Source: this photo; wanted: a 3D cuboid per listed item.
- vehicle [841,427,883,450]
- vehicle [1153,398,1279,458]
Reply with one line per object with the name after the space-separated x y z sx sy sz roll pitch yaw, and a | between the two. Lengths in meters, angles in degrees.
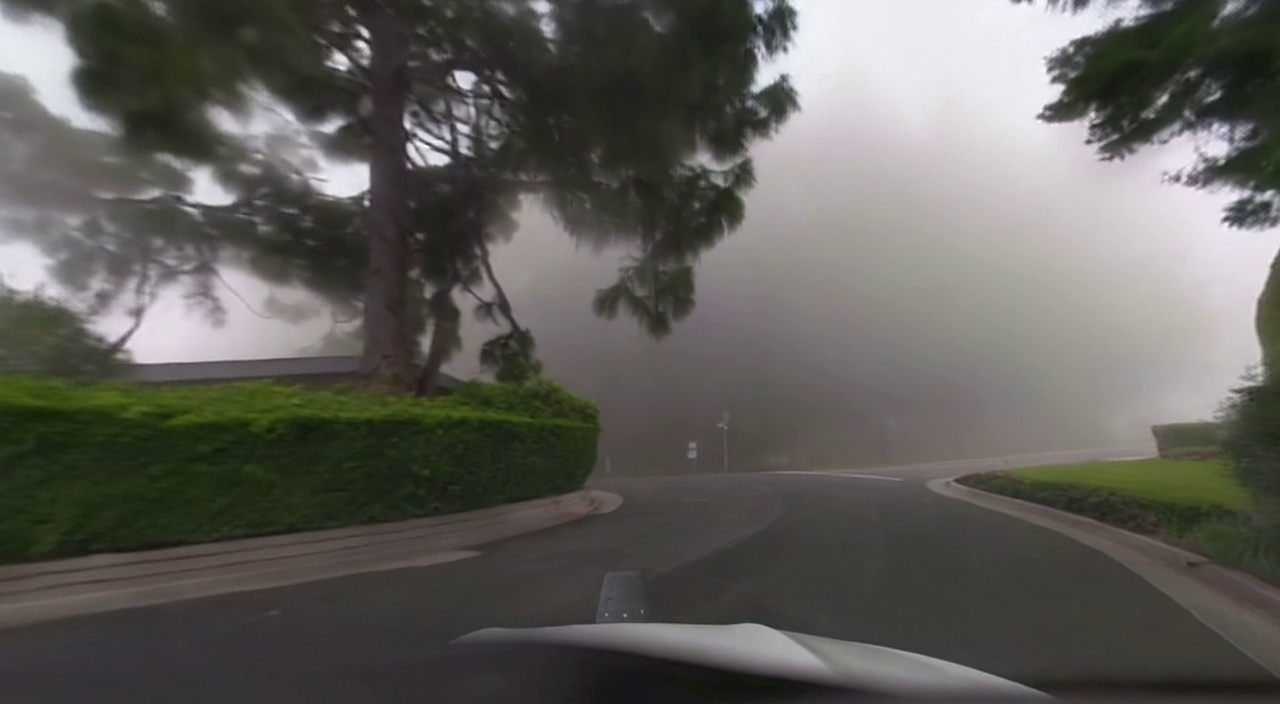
15.951 6.225 45.463 1.802 1.548 3.501 1 -8 1 | vehicle
19.863 2.529 20.585 2.023 1.756 4.799 0 -8 -3 | vehicle
